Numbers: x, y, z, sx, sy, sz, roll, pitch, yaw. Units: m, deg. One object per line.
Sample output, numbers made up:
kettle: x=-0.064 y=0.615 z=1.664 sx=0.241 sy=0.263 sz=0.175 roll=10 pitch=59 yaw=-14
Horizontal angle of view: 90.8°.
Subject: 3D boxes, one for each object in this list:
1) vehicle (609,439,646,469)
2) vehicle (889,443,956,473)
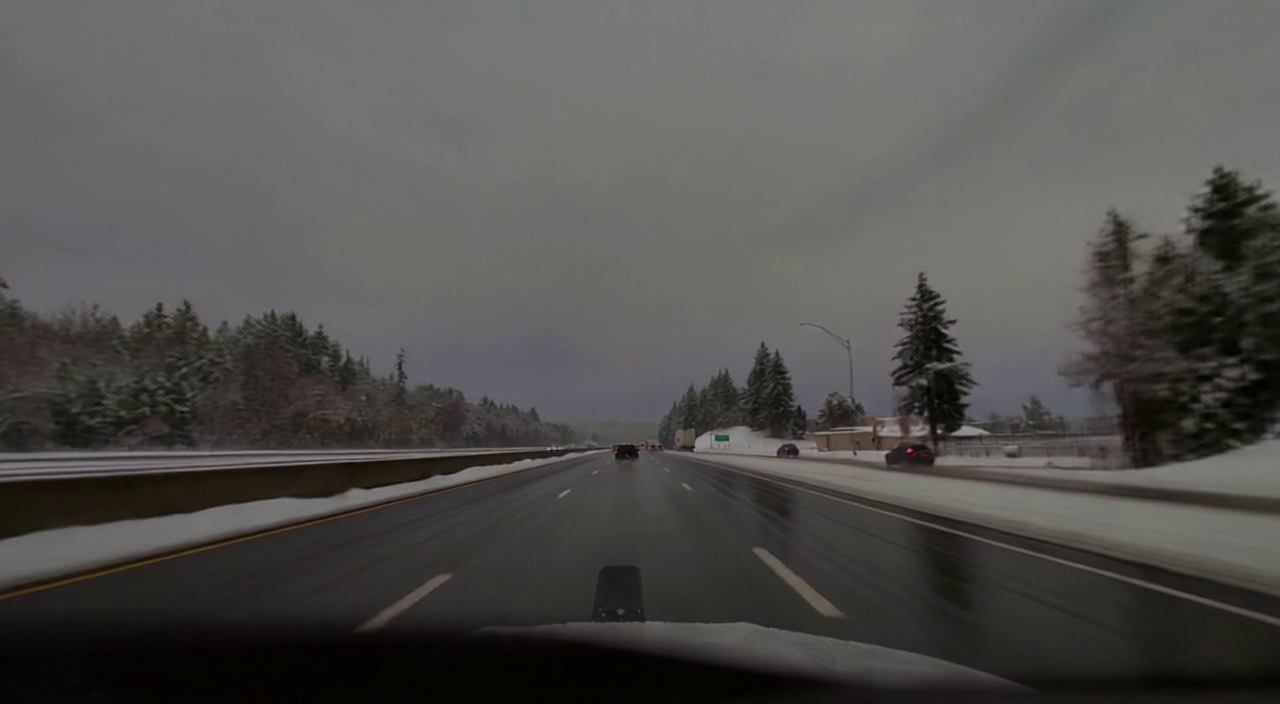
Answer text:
vehicle: x=-0.748 y=6.213 z=38.720 sx=2.121 sy=1.739 sz=4.087 roll=0 pitch=-9 yaw=0
vehicle: x=15.601 y=5.860 z=35.098 sx=1.867 sy=1.563 sz=4.436 roll=-1 pitch=-9 yaw=3
